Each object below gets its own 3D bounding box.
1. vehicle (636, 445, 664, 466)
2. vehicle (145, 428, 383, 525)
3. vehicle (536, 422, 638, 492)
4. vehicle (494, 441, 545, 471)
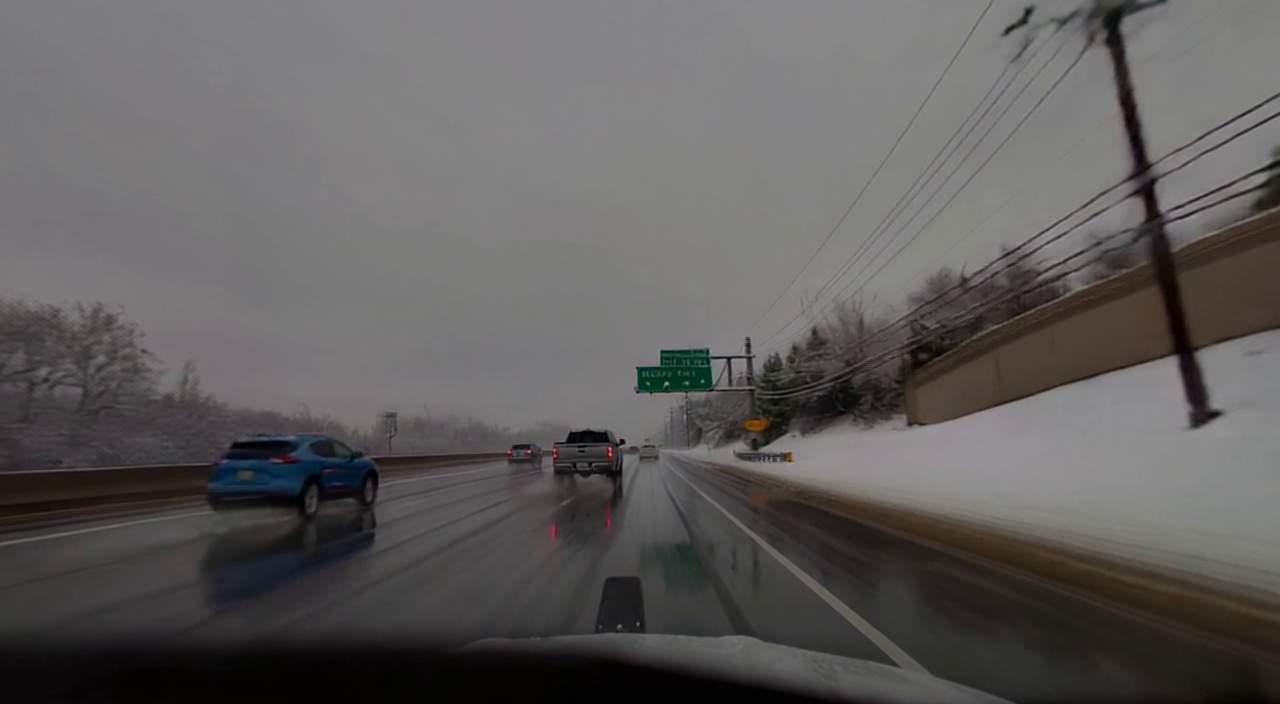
[{"bbox_3d":[0.705,7.769,47.282,2.025,1.485,4.310,0,-8,-1],"label":"vehicle"},{"bbox_3d":[-7.266,2.426,12.889,2.055,1.618,4.457,0,-8,1],"label":"vehicle"},{"bbox_3d":[-1.600,3.584,21.892,2.972,2.087,6.126,0,-8,0],"label":"vehicle"},{"bbox_3d":[-7.416,6.437,39.234,2.143,1.688,4.776,0,-8,1],"label":"vehicle"}]
